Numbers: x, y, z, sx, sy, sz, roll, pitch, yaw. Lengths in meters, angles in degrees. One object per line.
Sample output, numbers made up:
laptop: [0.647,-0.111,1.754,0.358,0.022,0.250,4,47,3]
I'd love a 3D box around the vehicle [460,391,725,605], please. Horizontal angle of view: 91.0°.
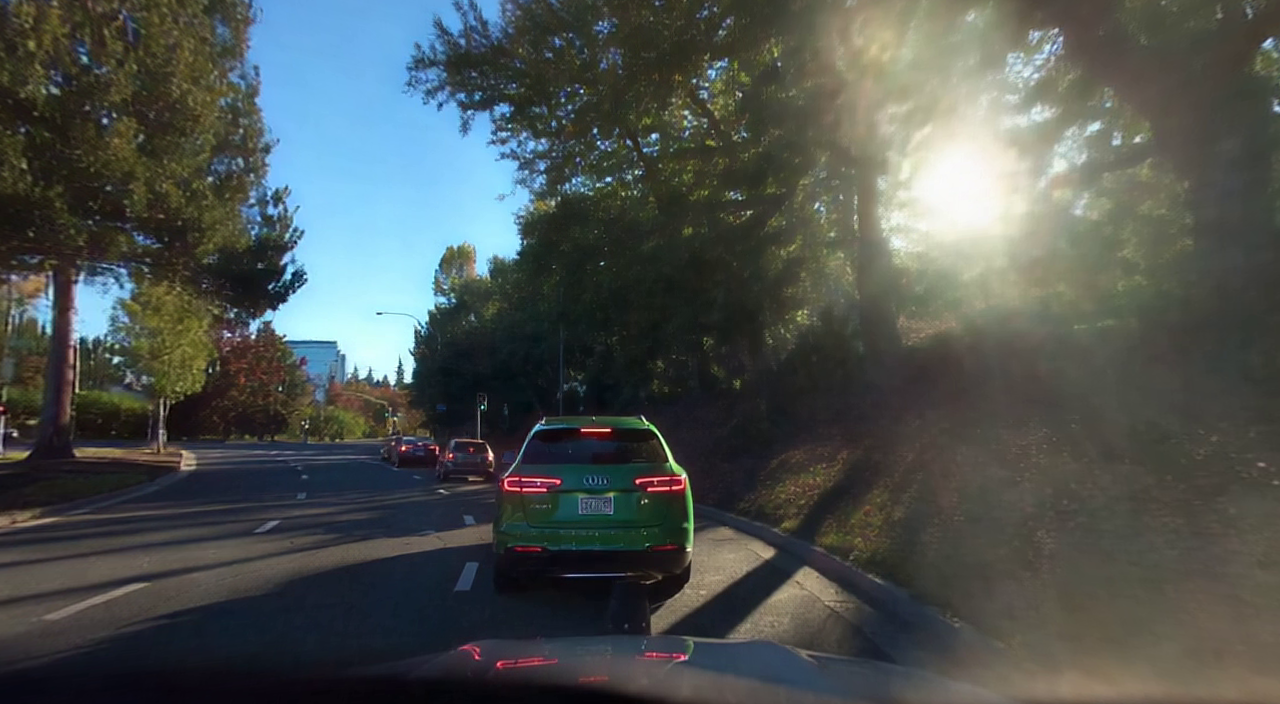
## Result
vehicle: [-0.680,1.457,7.199,2.134,1.671,4.147,1,-8,-9]

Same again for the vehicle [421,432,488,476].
vehicle: [-7.285,3.932,24.491,1.902,1.536,3.662,4,-9,-25]

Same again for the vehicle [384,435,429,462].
vehicle: [-13.752,5.632,36.900,1.863,1.488,4.426,4,-9,-27]
